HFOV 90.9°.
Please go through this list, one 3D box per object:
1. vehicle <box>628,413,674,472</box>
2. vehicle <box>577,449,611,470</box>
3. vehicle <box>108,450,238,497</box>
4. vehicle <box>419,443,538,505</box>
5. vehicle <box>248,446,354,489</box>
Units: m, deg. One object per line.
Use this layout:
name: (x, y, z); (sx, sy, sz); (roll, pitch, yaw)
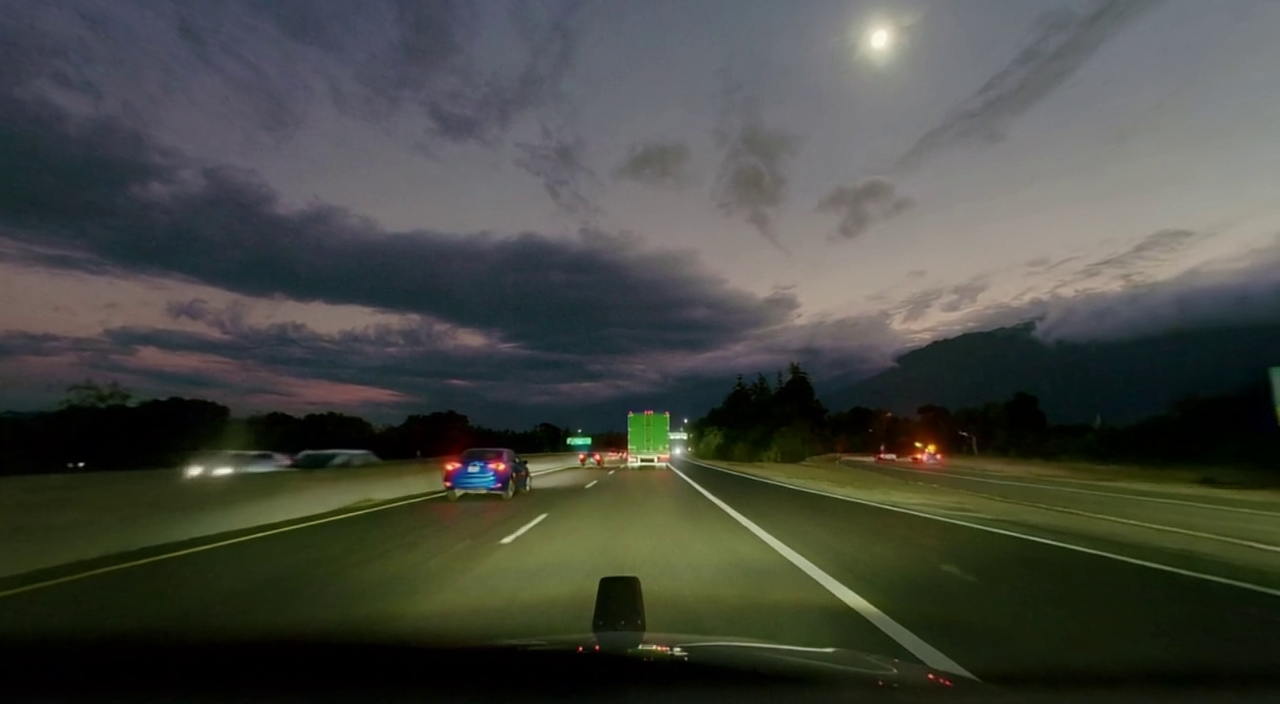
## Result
vehicle: (0.744, 6.347, 43.885); (2.893, 3.628, 9.081); (0, -9, 1)
vehicle: (-3.296, 7.785, 45.929); (1.981, 1.435, 4.199); (0, -9, 2)
vehicle: (-16.000, 4.136, 21.844); (1.675, 1.459, 3.560); (0, -9, 1)
vehicle: (-4.198, 3.244, 17.205); (2.010, 1.461, 4.391); (0, -9, 1)
vehicle: (-12.262, 4.185, 23.084); (1.741, 1.429, 3.684); (0, -9, 2)
